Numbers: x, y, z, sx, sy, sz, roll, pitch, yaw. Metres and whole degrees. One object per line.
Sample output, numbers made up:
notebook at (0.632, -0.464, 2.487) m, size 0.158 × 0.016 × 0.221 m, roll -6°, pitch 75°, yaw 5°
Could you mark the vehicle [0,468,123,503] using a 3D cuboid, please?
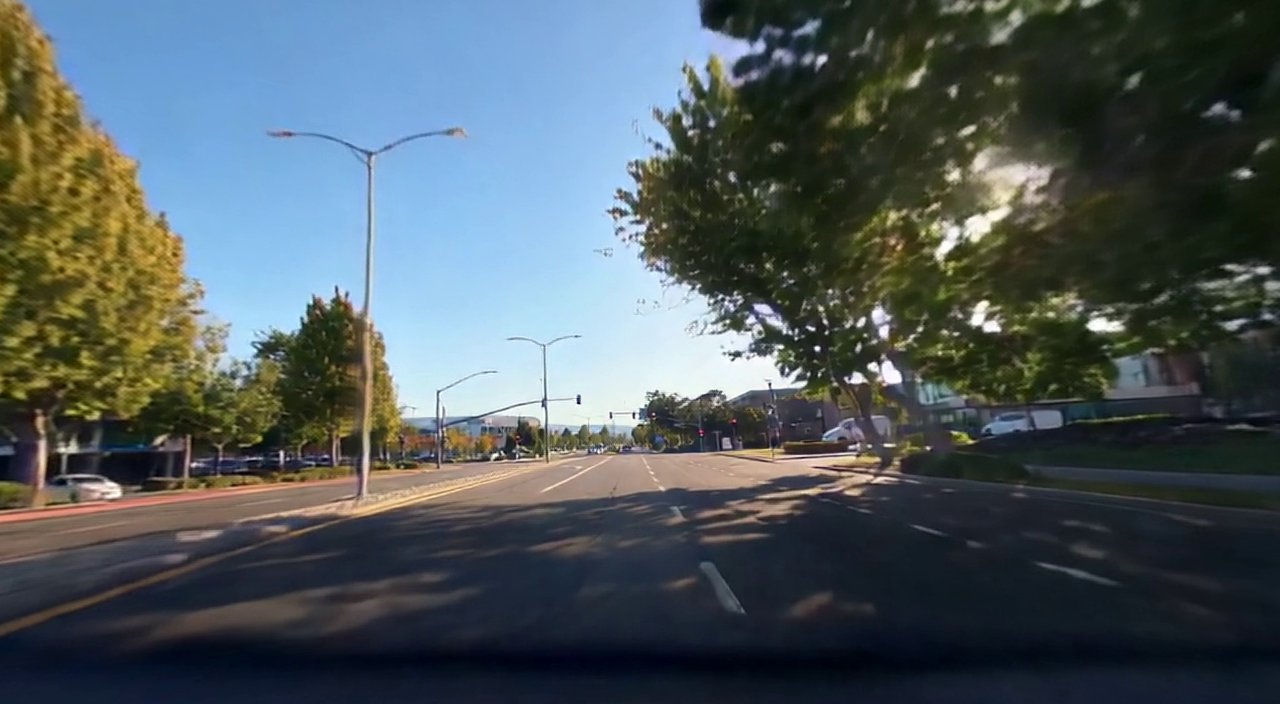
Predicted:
vehicle at (-31.244, 7.164, 34.061) m, size 4.885 × 1.727 × 2.080 m, roll 0°, pitch -9°, yaw 1°
